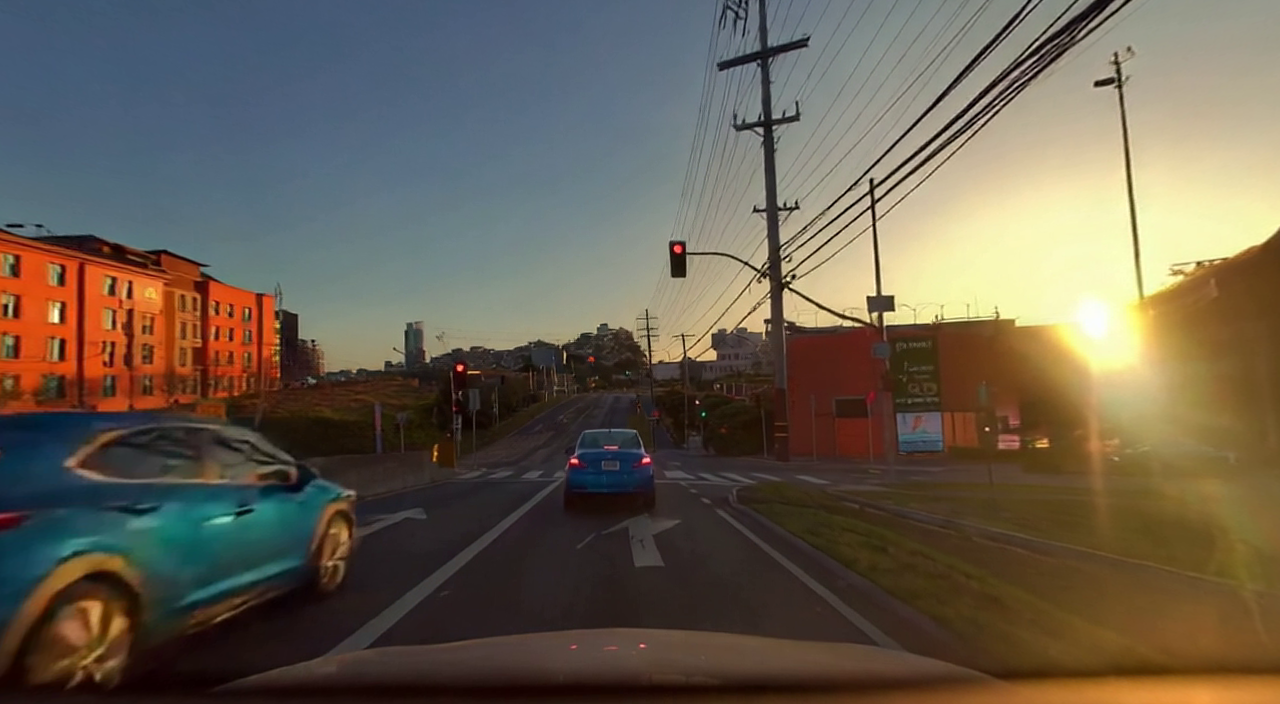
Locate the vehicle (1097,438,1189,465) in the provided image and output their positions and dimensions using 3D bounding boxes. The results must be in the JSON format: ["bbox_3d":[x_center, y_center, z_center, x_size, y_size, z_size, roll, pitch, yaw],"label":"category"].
[{"bbox_3d":[27.886,5.492,35.037,1.635,1.433,3.558,4,-9,-30],"label":"vehicle"}]

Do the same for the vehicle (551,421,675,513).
[{"bbox_3d":[-0.489,2.237,12.743,2.123,1.566,3.662,0,-8,-1],"label":"vehicle"}]

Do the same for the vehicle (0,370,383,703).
[{"bbox_3d":[-3.415,1.035,3.606,2.097,1.573,4.284,0,-8,-1],"label":"vehicle"}]
